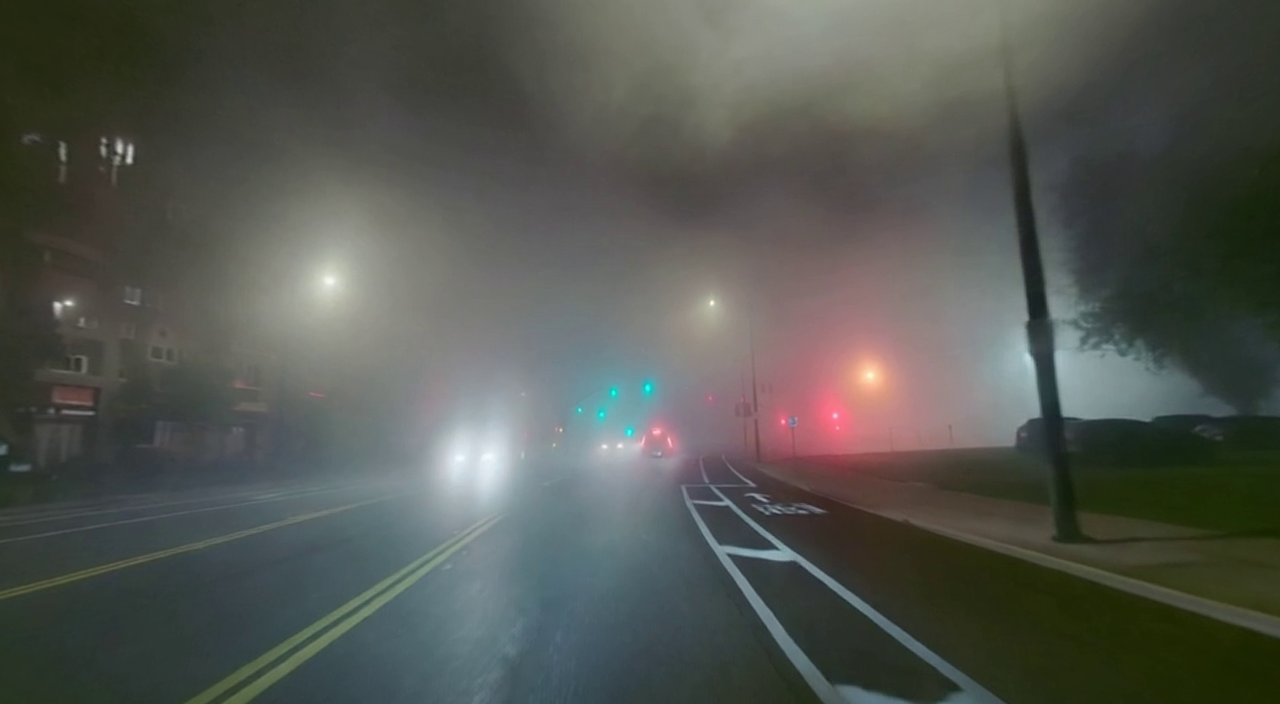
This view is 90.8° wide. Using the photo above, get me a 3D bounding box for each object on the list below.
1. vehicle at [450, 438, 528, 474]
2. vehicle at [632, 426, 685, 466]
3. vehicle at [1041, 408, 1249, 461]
[{"bbox_3d":[-6.651,4.635,28.432,1.939,1.484,4.645,-1,-8,6],"label":"vehicle"},{"bbox_3d":[1.006,4.725,31.814,2.230,1.827,4.298,-1,-8,7],"label":"vehicle"},{"bbox_3d":[14.949,2.488,18.940,4.486,1.494,1.802,-1,-8,5],"label":"vehicle"}]
